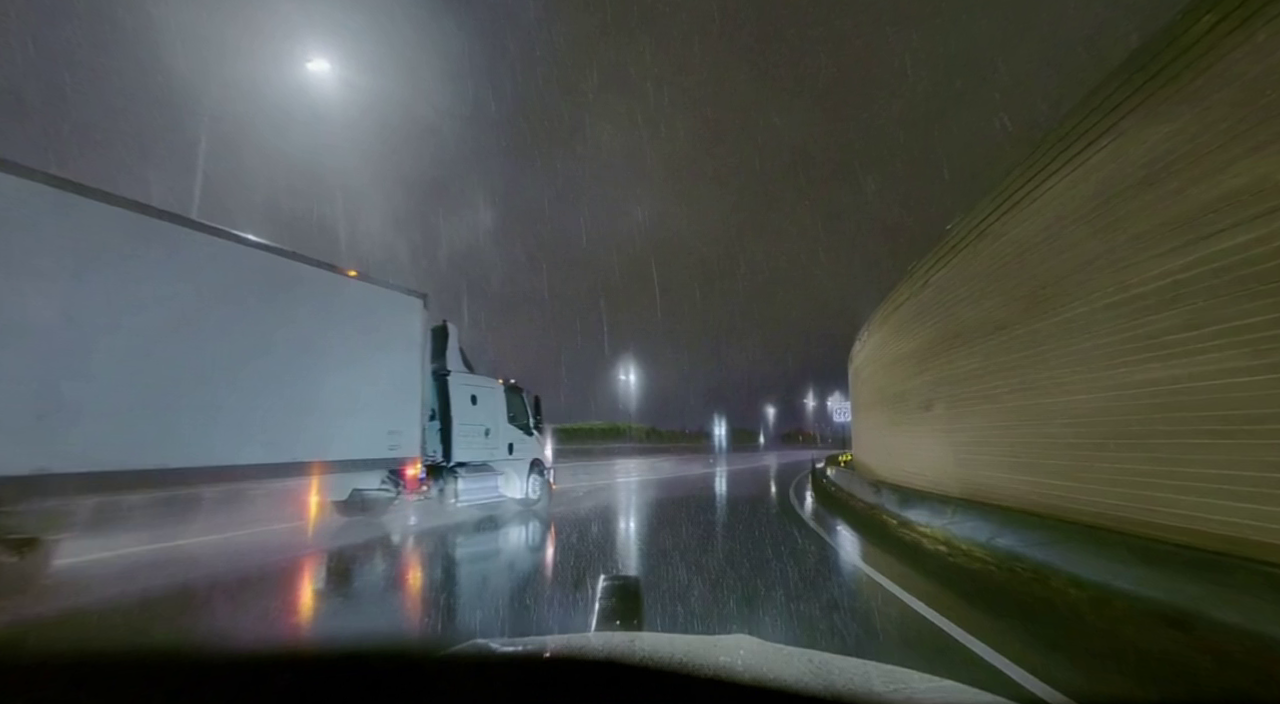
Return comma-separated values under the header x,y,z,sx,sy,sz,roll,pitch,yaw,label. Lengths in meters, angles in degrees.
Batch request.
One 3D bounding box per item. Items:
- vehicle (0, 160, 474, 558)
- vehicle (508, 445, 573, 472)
x,y,z,sx,sy,sz,roll,pitch,yaw,label
-6.982,0.435,9.185,2.997,4.029,10.500,-3,-8,22,vehicle
-5.967,6.427,38.182,1.924,1.498,4.237,-4,-9,24,vehicle
